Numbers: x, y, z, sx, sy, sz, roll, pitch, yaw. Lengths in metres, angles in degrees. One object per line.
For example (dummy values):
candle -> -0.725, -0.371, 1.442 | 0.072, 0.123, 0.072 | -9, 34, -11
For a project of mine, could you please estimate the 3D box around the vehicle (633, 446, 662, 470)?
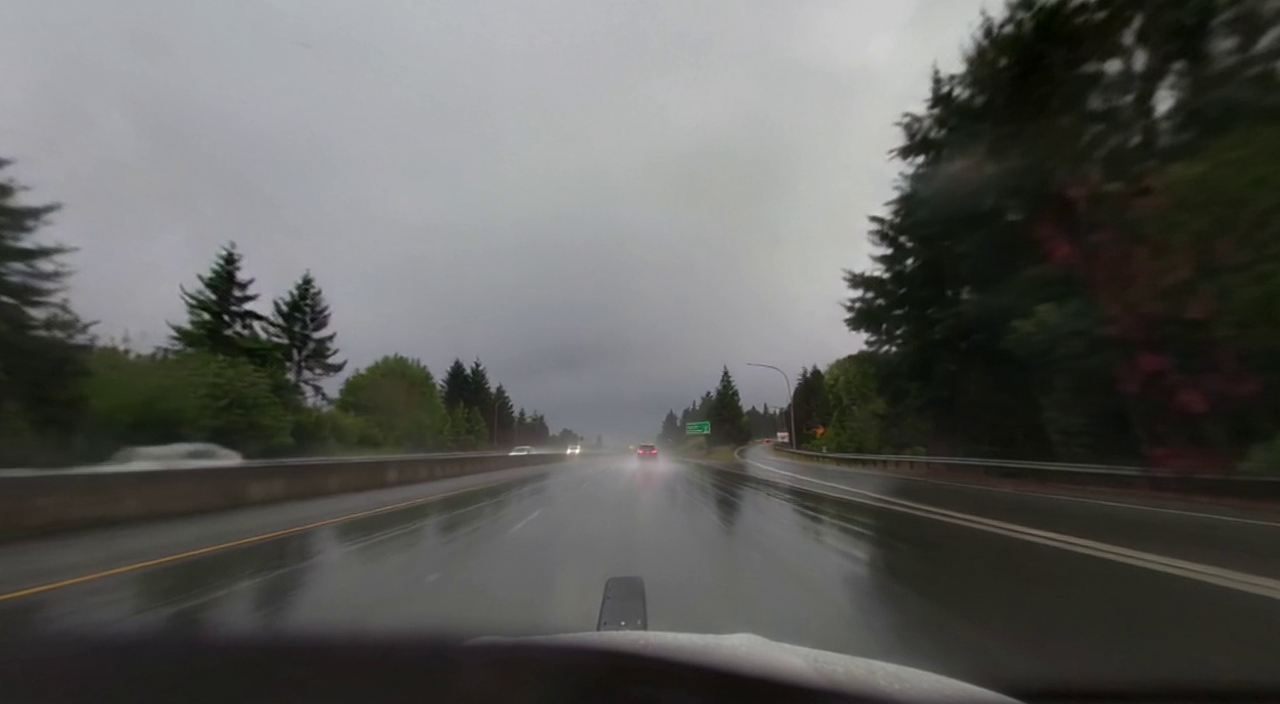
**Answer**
vehicle -> 0.521, 7.945, 47.254 | 2.087, 1.682, 4.388 | 0, -9, 0

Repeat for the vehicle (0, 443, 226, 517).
vehicle -> -12.596, 3.031, 15.438 | 1.898, 1.514, 4.398 | 0, -9, 0
